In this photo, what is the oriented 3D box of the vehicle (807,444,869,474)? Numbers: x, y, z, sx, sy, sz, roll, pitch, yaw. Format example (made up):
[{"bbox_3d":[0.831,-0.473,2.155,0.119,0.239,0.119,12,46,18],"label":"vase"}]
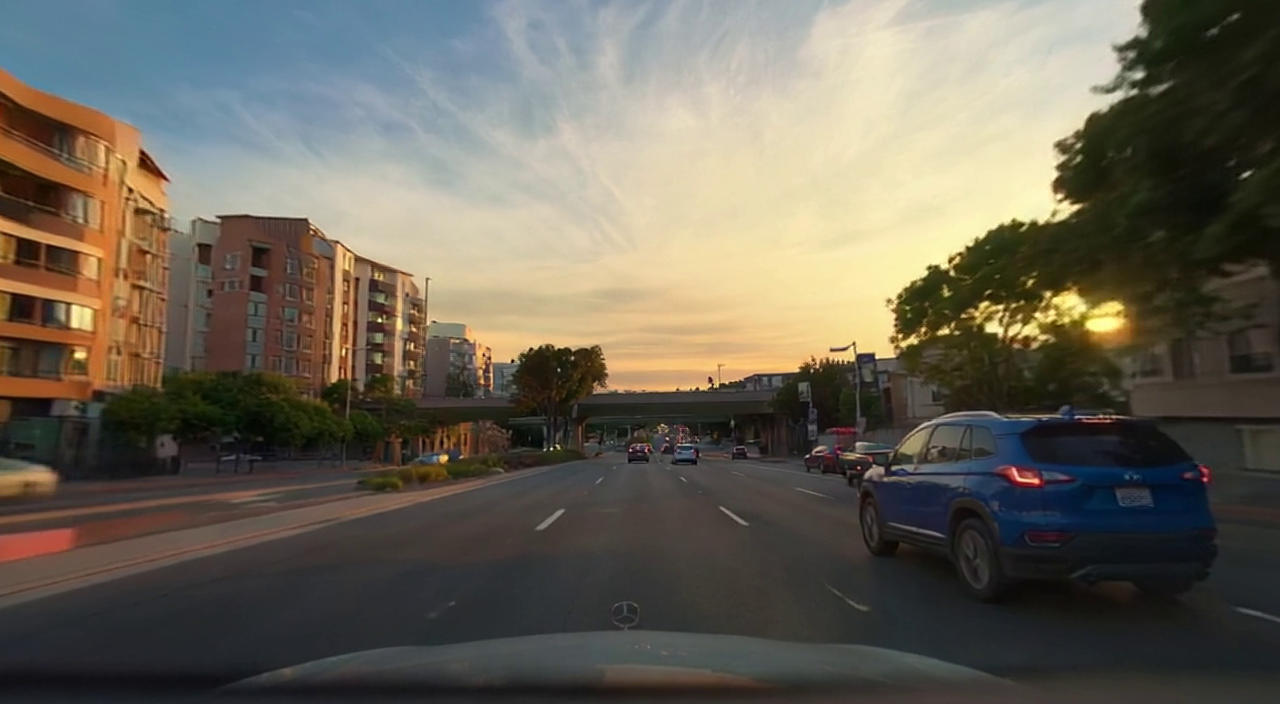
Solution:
[{"bbox_3d":[10.382,5.644,33.518,1.888,1.468,4.175,0,-8,-1],"label":"vehicle"}]

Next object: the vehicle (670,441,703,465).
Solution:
[{"bbox_3d":[3.472,7.681,48.106,2.165,1.708,3.928,0,-8,-1],"label":"vehicle"}]

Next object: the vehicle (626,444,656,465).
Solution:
[{"bbox_3d":[0.068,7.777,48.220,2.173,1.498,4.528,0,-8,0],"label":"vehicle"}]

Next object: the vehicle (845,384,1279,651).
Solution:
[{"bbox_3d":[3.953,1.427,6.551,2.130,1.741,4.665,0,-8,1],"label":"vehicle"}]
